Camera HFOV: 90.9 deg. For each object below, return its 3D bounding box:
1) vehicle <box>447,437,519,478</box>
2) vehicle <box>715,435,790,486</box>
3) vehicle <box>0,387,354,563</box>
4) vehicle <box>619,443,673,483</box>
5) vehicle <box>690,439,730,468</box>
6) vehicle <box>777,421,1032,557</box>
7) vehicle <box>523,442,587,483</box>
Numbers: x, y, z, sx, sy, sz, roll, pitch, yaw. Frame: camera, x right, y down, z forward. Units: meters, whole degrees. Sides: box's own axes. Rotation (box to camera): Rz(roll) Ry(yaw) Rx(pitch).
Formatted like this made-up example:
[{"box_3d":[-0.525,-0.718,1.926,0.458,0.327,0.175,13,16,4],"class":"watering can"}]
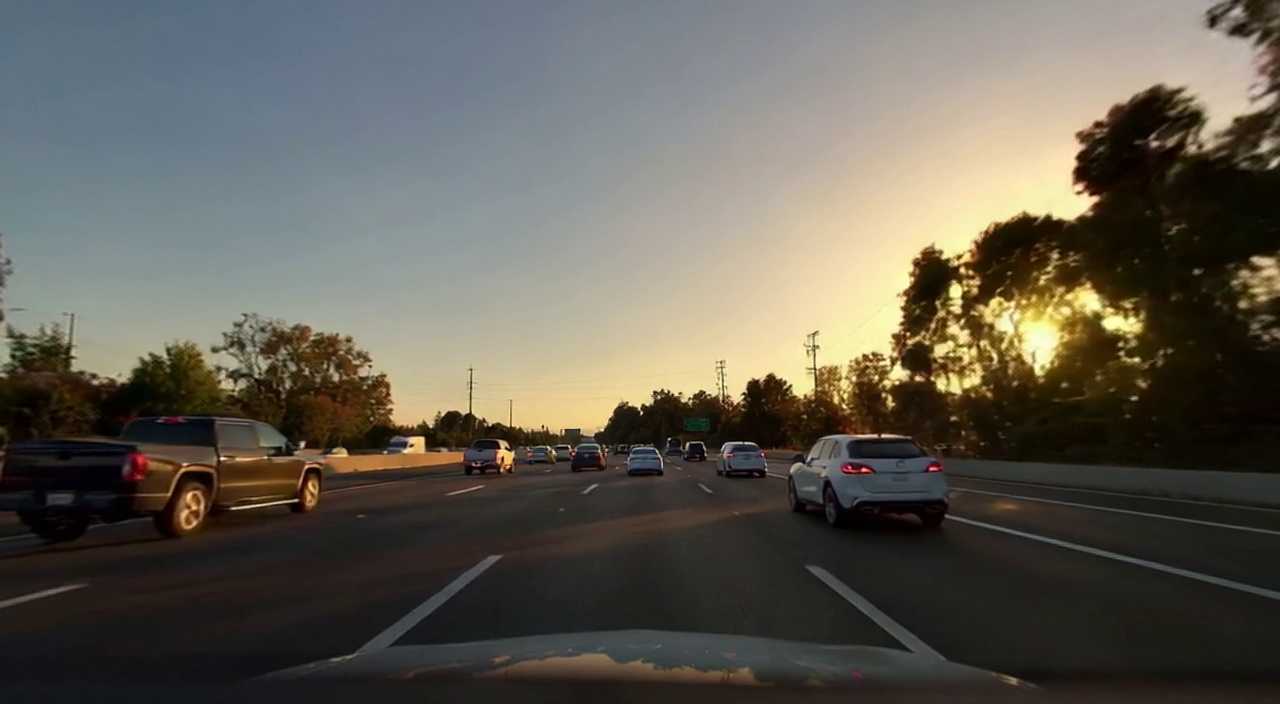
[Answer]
[{"box_3d":[-6.832,4.630,27.906,1.978,1.680,4.263,0,-8,1],"class":"vehicle"},{"box_3d":[4.109,4.029,23.735,2.002,1.691,4.290,0,-8,0],"class":"vehicle"},{"box_3d":[-7.062,1.790,9.931,2.269,1.936,5.777,0,-8,1],"class":"vehicle"},{"box_3d":[0.229,4.346,25.033,1.966,1.444,3.986,0,-8,0],"class":"vehicle"},{"box_3d":[4.593,6.717,41.806,2.195,1.778,4.455,0,-8,1],"class":"vehicle"},{"box_3d":[3.633,1.958,9.730,2.051,1.595,4.301,0,-8,0],"class":"vehicle"},{"box_3d":[-3.239,4.305,24.872,1.904,1.479,4.274,0,-9,1],"class":"vehicle"}]
